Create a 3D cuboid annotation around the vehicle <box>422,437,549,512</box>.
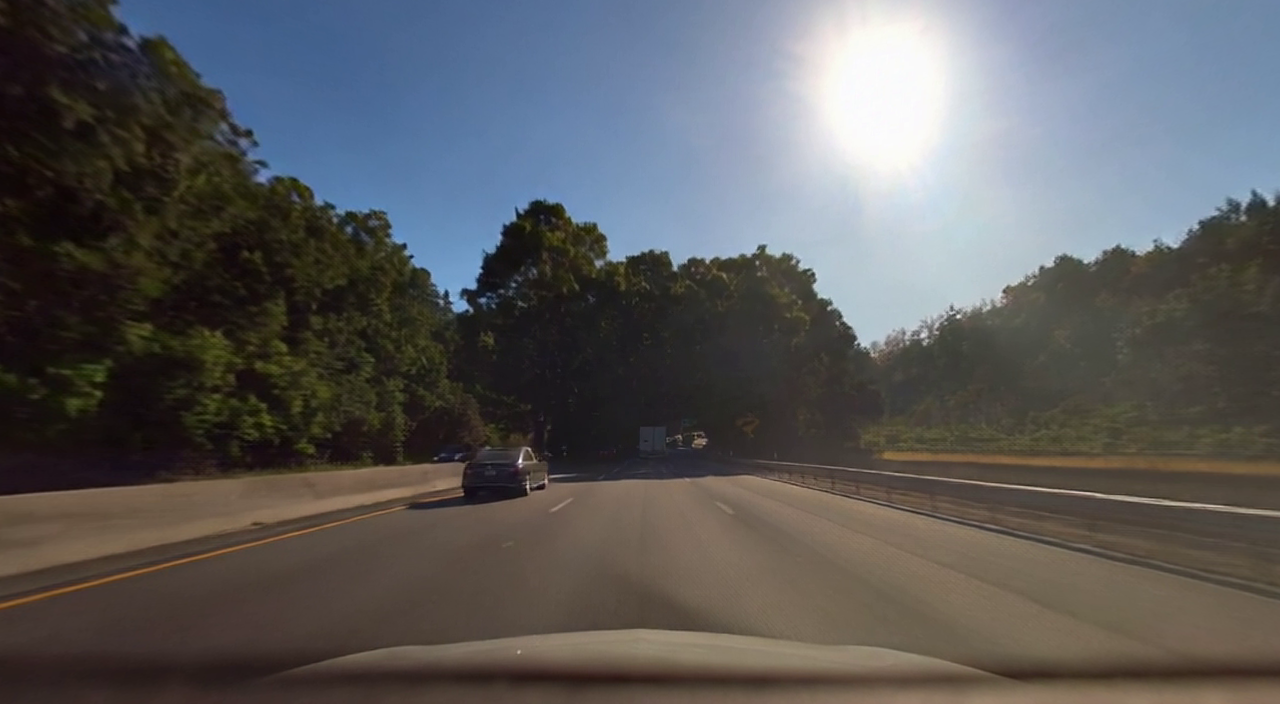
[{"bbox_3d":[-3.684,3.005,15.925,2.057,1.618,4.212,0,-9,1],"label":"vehicle"}]
